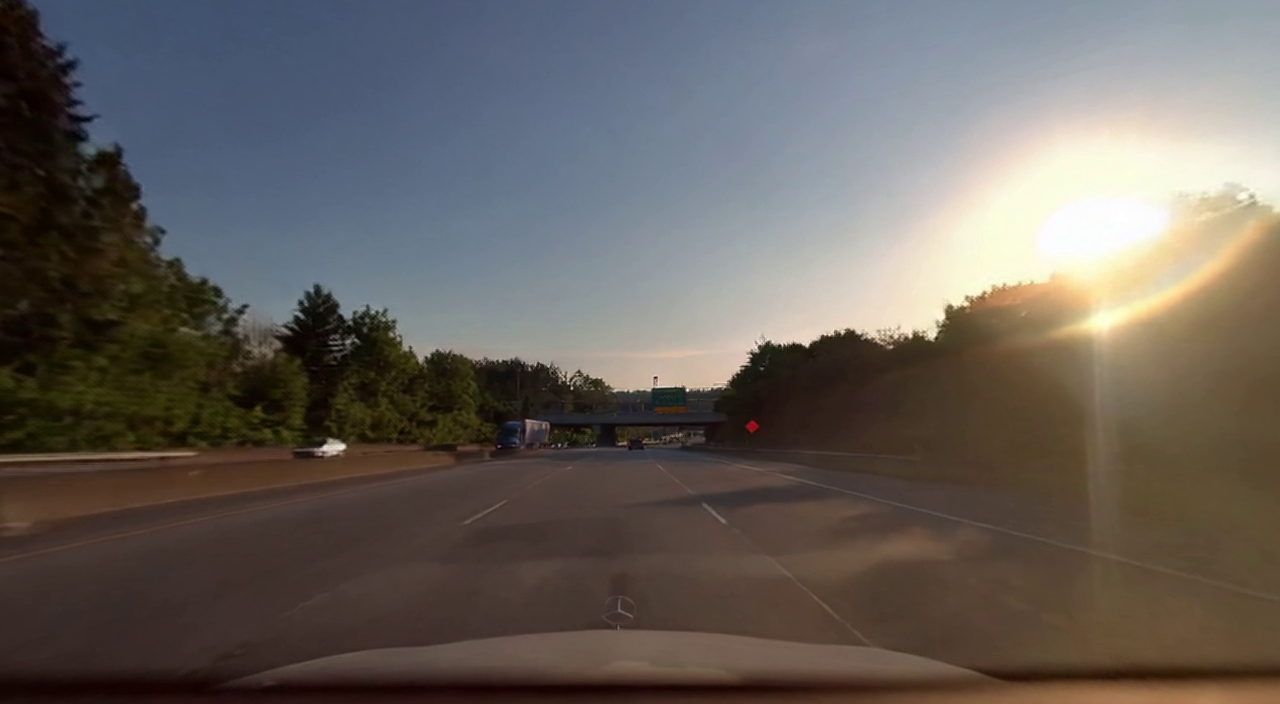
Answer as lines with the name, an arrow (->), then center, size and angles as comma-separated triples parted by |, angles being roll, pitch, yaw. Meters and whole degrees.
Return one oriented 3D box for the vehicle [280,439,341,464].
vehicle -> -21.332, 6.430, 40.951 | 1.862, 1.476, 3.886 | 0, -7, 0
